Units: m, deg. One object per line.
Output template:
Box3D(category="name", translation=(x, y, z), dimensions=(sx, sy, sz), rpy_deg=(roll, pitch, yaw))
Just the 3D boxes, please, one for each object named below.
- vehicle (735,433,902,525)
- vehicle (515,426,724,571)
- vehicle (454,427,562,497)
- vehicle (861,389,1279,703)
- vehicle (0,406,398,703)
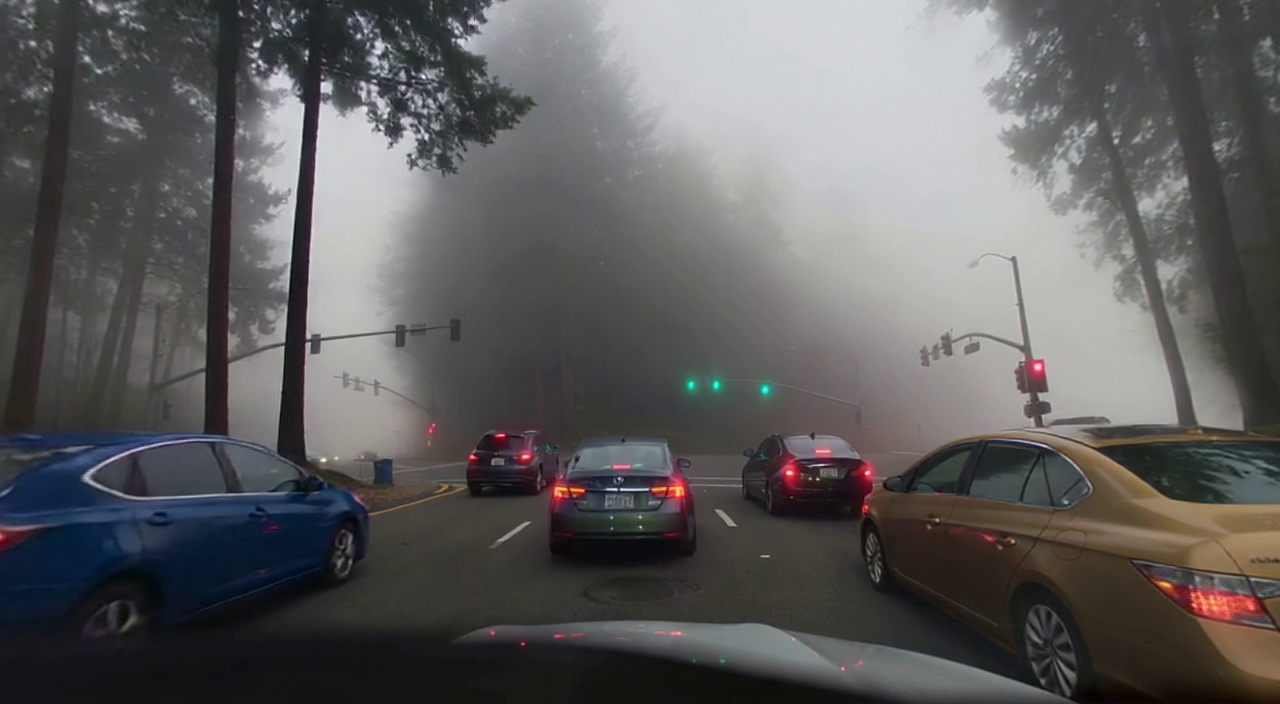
Box3D(category="vehicle", translation=(3.193, 2.335, 12.321), dimensions=(1.975, 1.460, 4.357), rpy_deg=(0, -8, 0))
Box3D(category="vehicle", translation=(-0.229, 1.803, 8.485), dimensions=(2.147, 1.479, 3.803), rpy_deg=(0, -8, -1))
Box3D(category="vehicle", translation=(-3.559, 3.057, 17.833), dimensions=(1.961, 1.714, 4.268), rpy_deg=(-1, -8, 2))
Box3D(category="vehicle", translation=(3.144, 1.150, 4.049), dimensions=(1.903, 1.480, 4.270), rpy_deg=(0, -8, 0))
Box3D(category="vehicle", translation=(-3.680, 1.295, 4.829), dimensions=(1.935, 1.482, 4.433), rpy_deg=(0, -8, -1))
